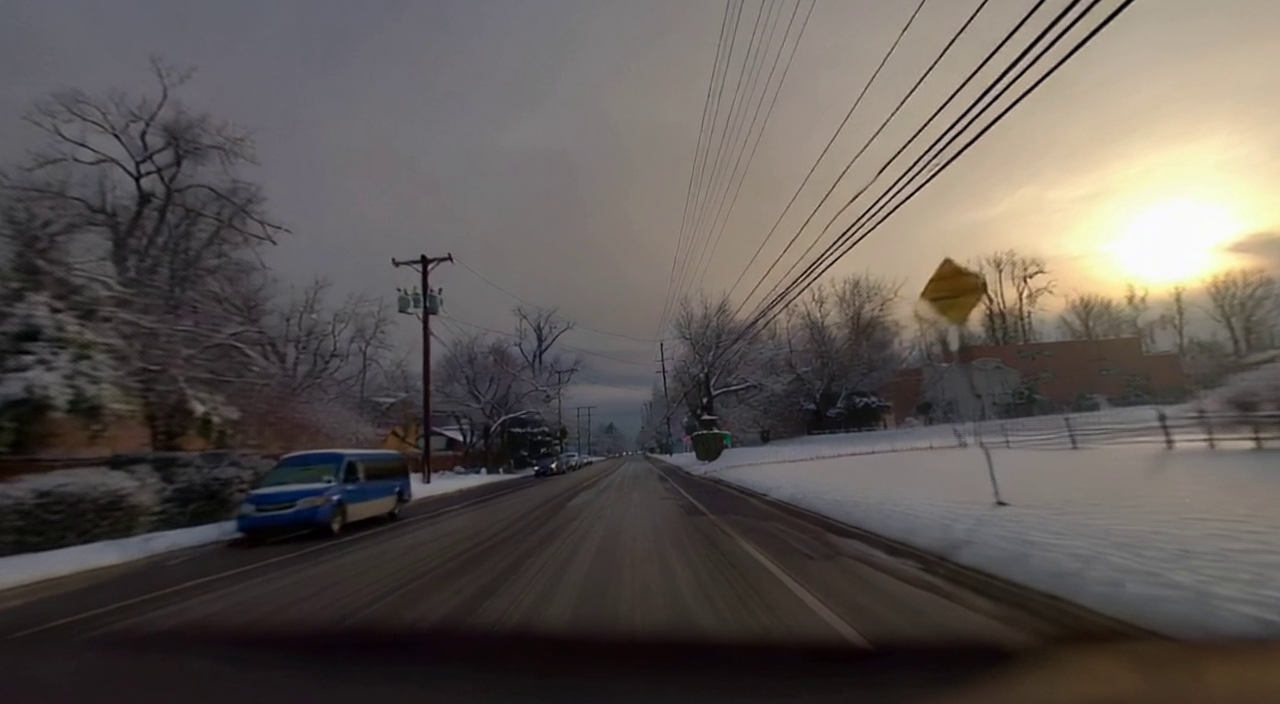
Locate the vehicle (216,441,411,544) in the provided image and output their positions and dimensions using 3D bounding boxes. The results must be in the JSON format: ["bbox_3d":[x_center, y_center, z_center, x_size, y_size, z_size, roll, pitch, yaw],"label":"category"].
[{"bbox_3d":[-6.694,2.922,13.649,1.923,1.687,4.511,-4,-10,-1],"label":"vehicle"}]
